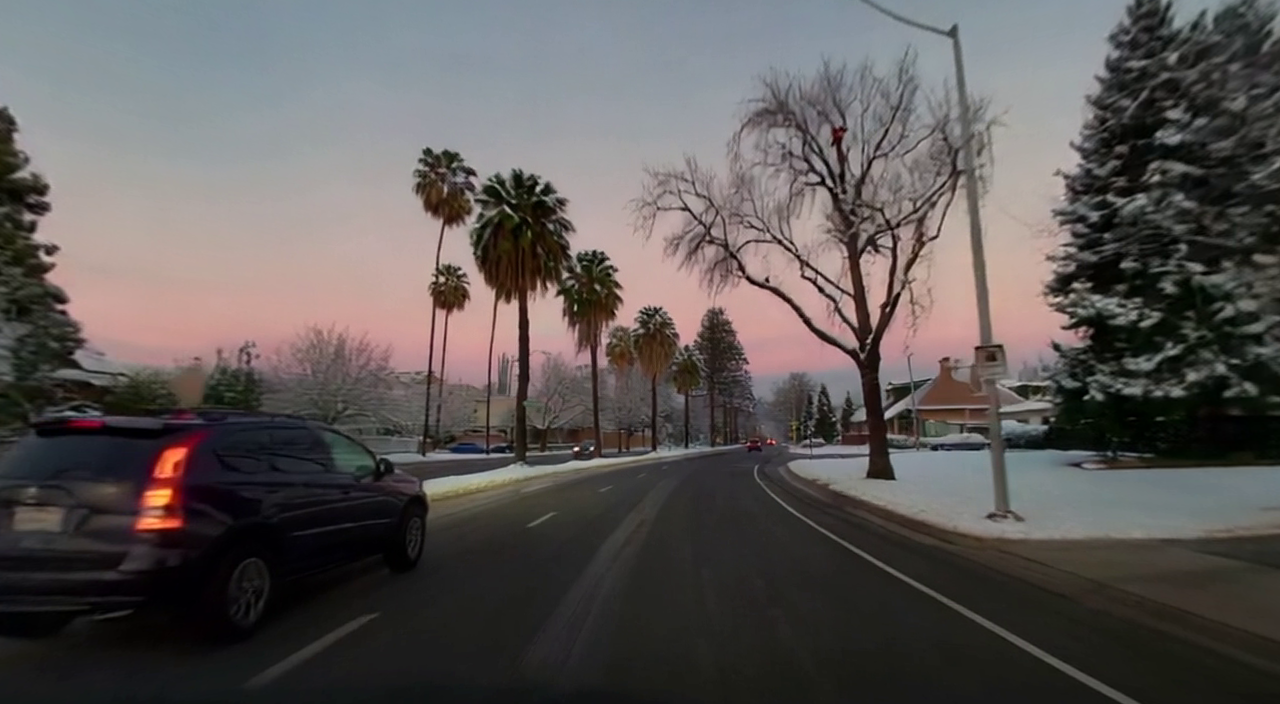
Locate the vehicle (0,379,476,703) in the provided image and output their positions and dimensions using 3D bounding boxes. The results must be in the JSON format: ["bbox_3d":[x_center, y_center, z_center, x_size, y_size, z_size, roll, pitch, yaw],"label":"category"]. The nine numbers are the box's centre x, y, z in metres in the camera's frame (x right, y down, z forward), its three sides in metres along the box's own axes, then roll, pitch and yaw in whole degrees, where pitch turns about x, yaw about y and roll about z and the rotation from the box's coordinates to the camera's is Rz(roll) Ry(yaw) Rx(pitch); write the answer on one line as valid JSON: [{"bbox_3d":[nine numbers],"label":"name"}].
[{"bbox_3d":[-3.220,1.230,5.409,2.075,1.498,4.730,0,-9,4],"label":"vehicle"}]
